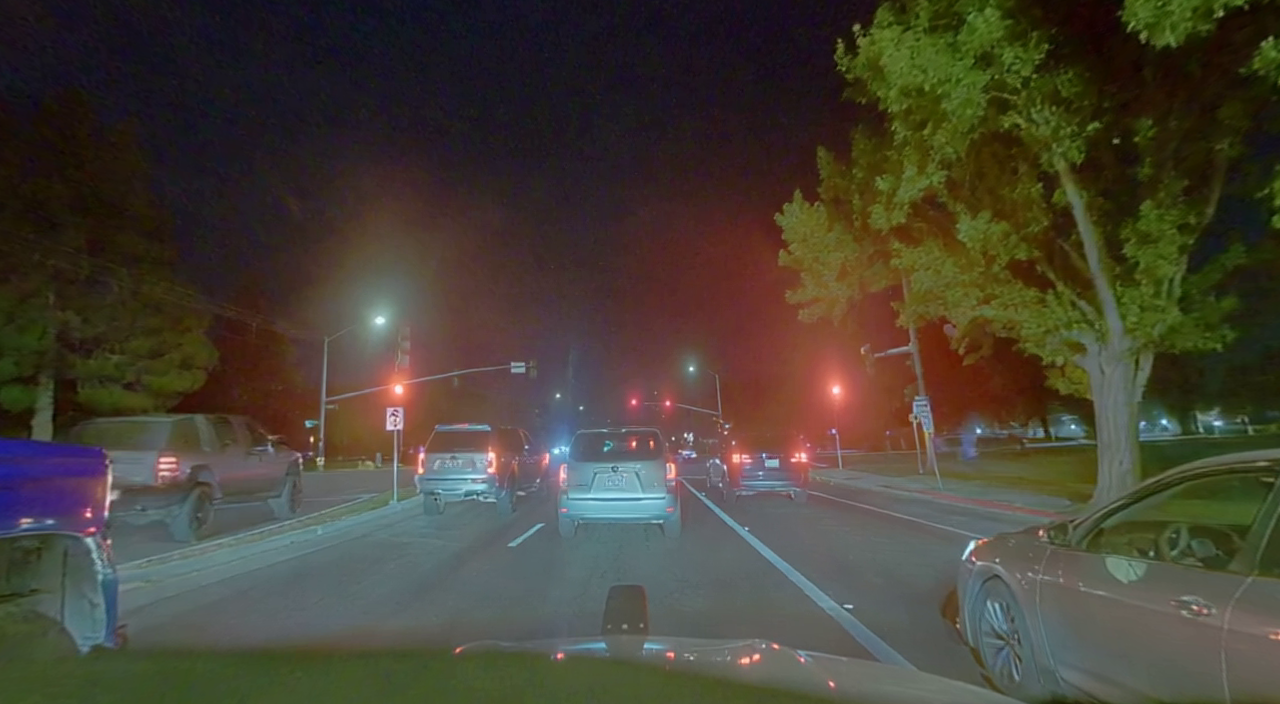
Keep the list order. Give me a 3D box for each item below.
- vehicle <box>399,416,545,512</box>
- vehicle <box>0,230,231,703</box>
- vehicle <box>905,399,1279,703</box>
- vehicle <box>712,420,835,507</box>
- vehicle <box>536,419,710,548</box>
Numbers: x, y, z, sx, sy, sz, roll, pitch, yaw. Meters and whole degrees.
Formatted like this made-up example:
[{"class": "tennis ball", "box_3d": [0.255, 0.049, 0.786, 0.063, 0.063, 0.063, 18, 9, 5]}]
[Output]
[{"class": "vehicle", "box_3d": [-3.629, 2.523, 14.655, 2.089, 1.857, 4.488, 0, -8, 1]}, {"class": "vehicle", "box_3d": [-3.482, 0.347, 0.312, 2.656, 2.021, 5.800, 0, -8, 0]}, {"class": "vehicle", "box_3d": [3.017, 0.963, 2.505, 1.874, 1.477, 4.698, 0, -8, 0]}, {"class": "vehicle", "box_3d": [3.132, 2.732, 15.897, 2.102, 1.841, 4.587, 0, -8, 0]}, {"class": "vehicle", "box_3d": [-0.223, 1.939, 9.872, 2.194, 1.607, 3.690, 0, -8, 0]}]
